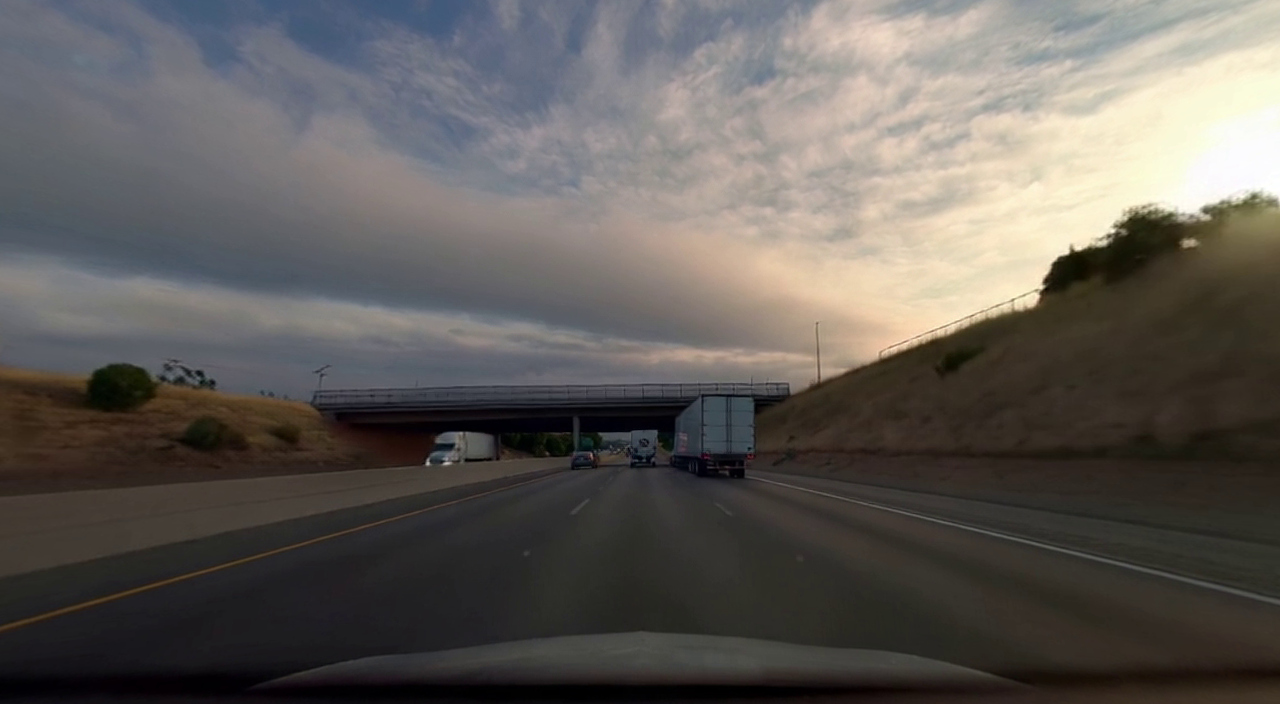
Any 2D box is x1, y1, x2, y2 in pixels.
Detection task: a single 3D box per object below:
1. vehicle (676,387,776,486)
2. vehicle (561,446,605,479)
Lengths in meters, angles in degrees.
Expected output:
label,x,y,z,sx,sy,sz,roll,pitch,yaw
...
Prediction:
label,x,y,z,sx,sy,sz,roll,pitch,yaw
vehicle,4.021,4.748,34.384,3.131,4.037,16.729,0,-9,0
vehicle,-3.038,5.982,34.340,2.007,1.647,3.854,0,-9,1
